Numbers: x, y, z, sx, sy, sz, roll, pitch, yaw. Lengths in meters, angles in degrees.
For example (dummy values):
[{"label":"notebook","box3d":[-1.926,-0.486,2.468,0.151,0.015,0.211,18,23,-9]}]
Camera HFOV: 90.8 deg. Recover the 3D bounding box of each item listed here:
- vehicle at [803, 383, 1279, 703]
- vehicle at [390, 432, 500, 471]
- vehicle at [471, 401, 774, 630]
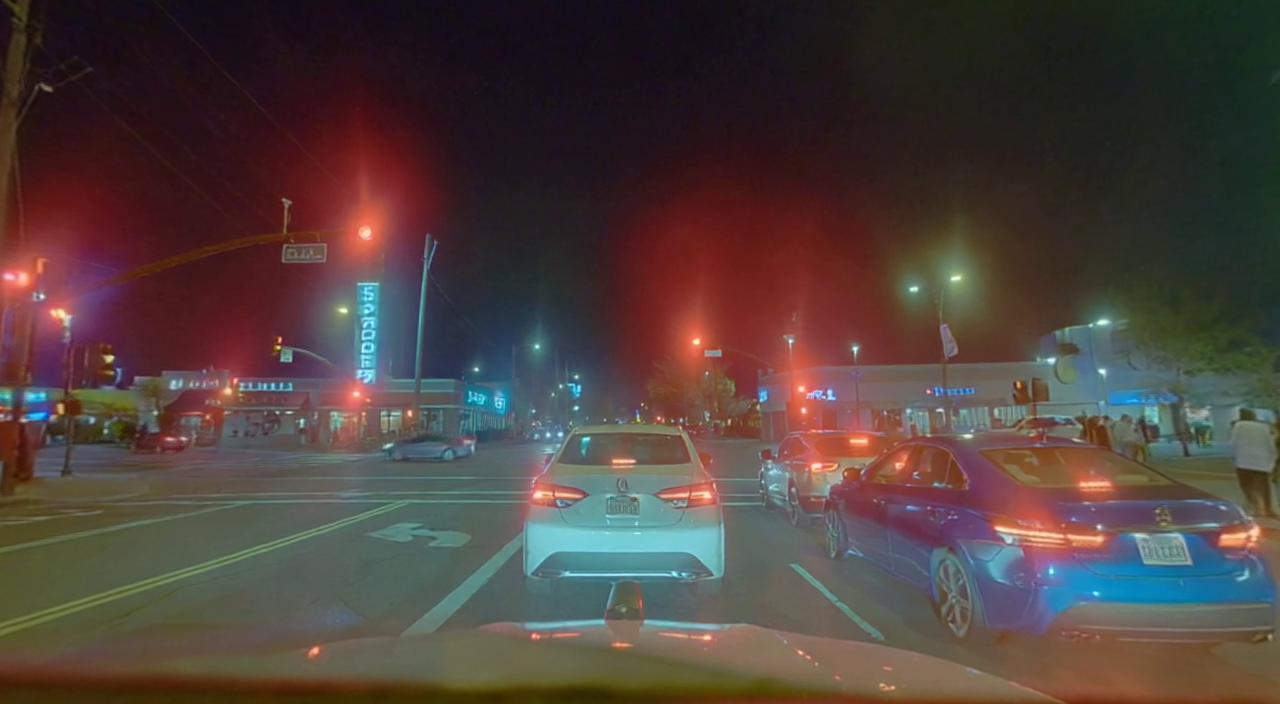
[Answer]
[{"label":"vehicle","box3d":[3.035,1.307,5.445,1.983,1.654,4.354,0,-8,-2]},{"label":"vehicle","box3d":[-9.732,4.951,31.579,5.003,1.799,2.066,-3,-9,20]},{"label":"vehicle","box3d":[-0.147,1.495,6.867,2.123,1.589,4.702,0,-8,-1]}]
